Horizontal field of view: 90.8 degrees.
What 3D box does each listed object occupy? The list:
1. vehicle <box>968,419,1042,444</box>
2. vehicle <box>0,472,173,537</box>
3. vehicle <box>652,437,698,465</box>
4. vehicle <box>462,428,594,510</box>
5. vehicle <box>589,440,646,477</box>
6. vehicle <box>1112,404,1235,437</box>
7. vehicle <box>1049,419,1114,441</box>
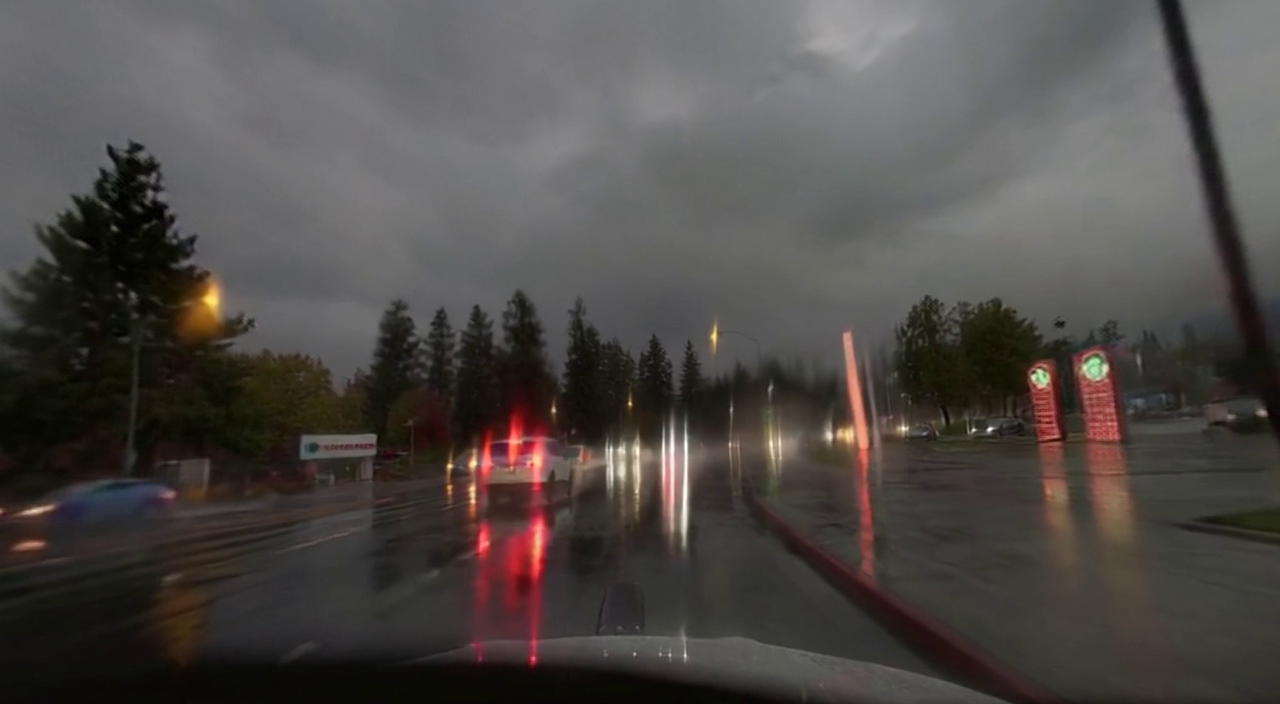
[{"bbox_3d":[27.446,5.999,47.506,4.982,1.789,2.303,4,-9,-26],"label":"vehicle"},{"bbox_3d":[-17.381,4.721,19.825,1.861,1.482,4.434,-7,-9,6],"label":"vehicle"},{"bbox_3d":[2.543,7.036,45.111,2.167,1.832,4.679,-3,-9,17],"label":"vehicle"},{"bbox_3d":[-2.823,3.075,17.106,2.168,1.783,4.695,-4,-9,7],"label":"vehicle"},{"bbox_3d":[-1.032,5.268,31.481,2.002,1.664,4.113,-2,-9,11],"label":"vehicle"},{"bbox_3d":[29.839,3.901,35.501,1.910,1.652,4.755,4,-10,-28],"label":"vehicle"},{"bbox_3d":[30.340,5.395,43.389,4.106,1.450,1.901,4,-10,-27],"label":"vehicle"}]
